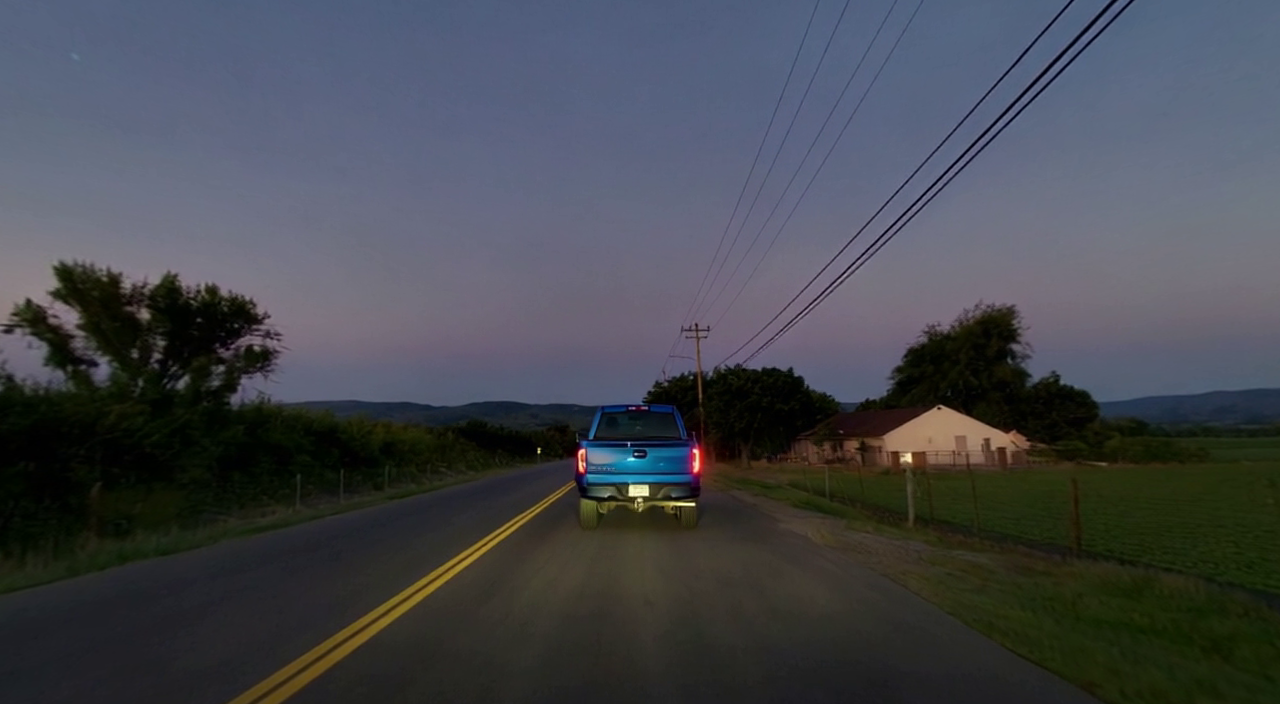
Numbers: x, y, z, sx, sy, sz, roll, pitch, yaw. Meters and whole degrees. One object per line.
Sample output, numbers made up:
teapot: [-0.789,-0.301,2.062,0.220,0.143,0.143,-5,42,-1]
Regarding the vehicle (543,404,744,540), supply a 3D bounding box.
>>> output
vehicle: [-0.033,2.102,11.773,2.774,1.861,5.885,0,-8,-2]
